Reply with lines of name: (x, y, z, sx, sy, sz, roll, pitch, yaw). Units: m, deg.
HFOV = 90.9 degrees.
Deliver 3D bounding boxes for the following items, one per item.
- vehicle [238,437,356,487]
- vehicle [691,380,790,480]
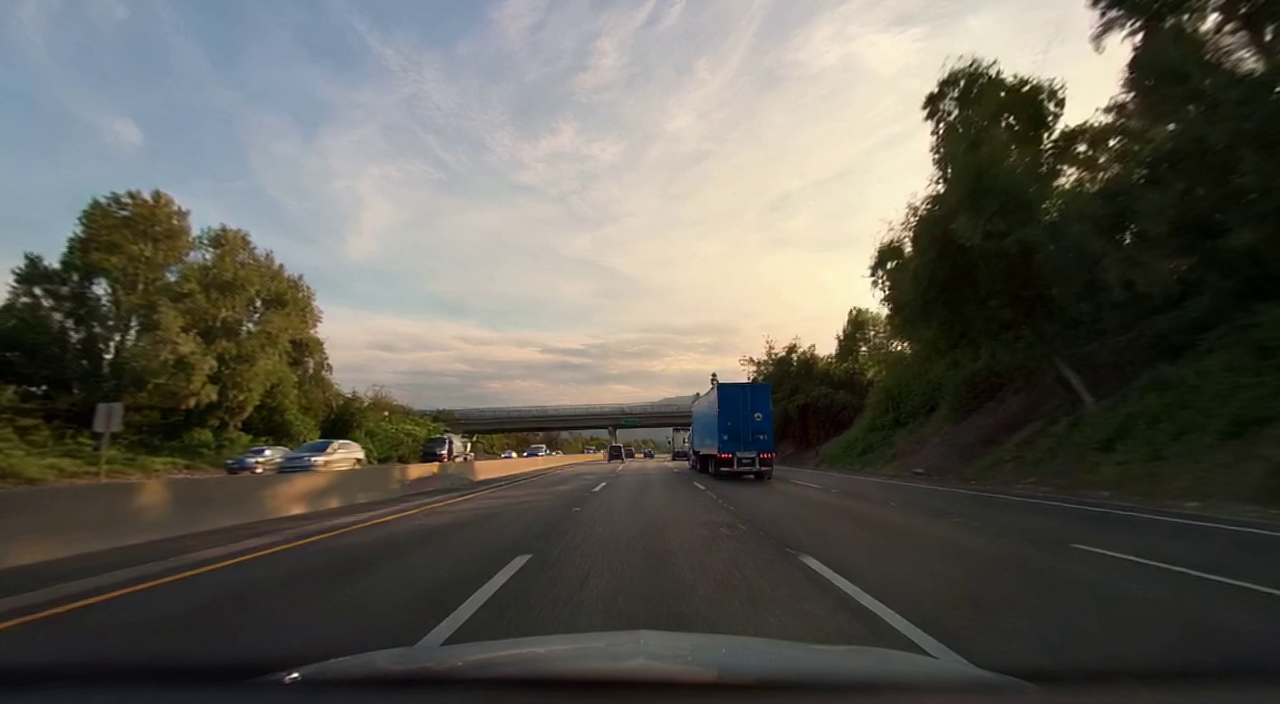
vehicle: (-14.005, 4.509, 26.130, 2.197, 1.839, 4.747, 0, -9, 0)
vehicle: (4.639, 4.257, 32.632, 2.825, 4.054, 14.210, 0, -9, 0)
